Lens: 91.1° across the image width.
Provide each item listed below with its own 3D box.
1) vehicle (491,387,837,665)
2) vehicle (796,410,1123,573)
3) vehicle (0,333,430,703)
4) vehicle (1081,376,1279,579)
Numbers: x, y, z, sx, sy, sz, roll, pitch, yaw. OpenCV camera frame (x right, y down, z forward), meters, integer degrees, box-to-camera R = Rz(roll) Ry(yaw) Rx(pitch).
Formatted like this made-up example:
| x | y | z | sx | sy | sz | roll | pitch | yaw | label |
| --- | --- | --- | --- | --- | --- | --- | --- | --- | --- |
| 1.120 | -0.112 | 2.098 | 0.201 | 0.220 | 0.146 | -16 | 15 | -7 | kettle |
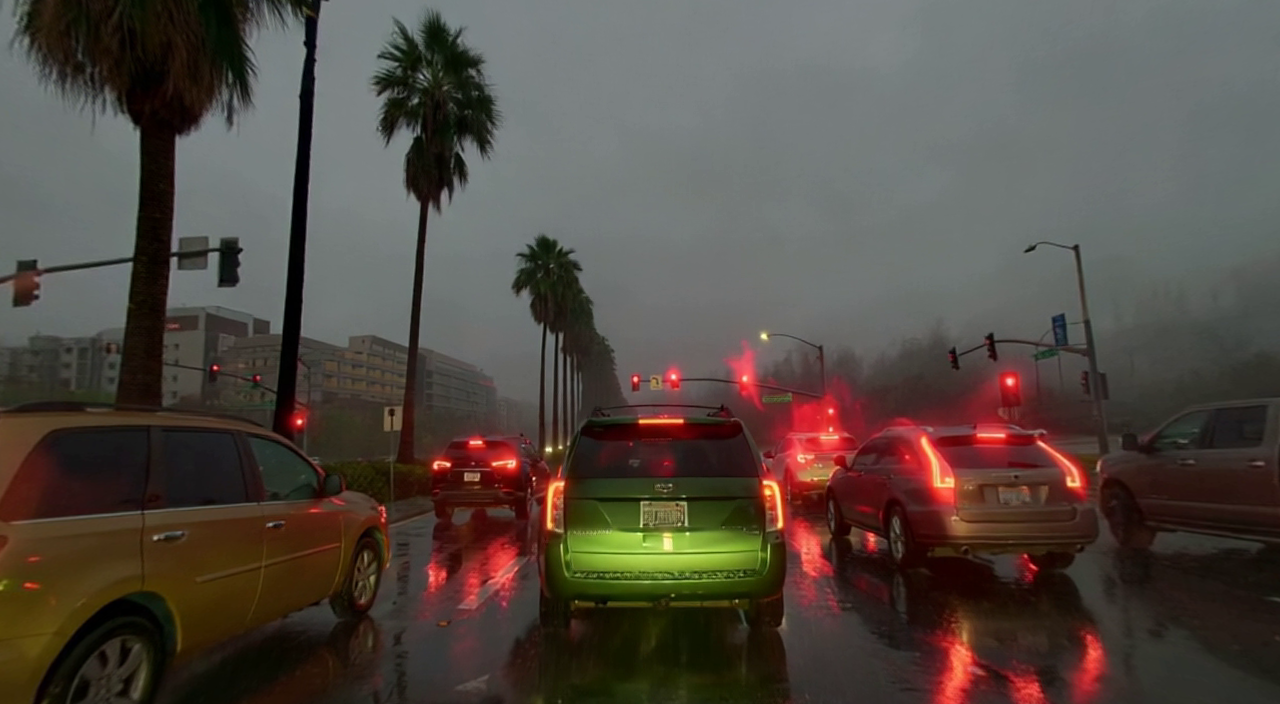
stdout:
| x | y | z | sx | sy | sz | roll | pitch | yaw | label |
| --- | --- | --- | --- | --- | --- | --- | --- | --- | --- |
| 0.178 | 1.377 | 6.019 | 2.123 | 1.704 | 4.128 | 0 | -9 | 1 | vehicle |
| 4.028 | 1.861 | 9.289 | 2.072 | 1.704 | 5.170 | 0 | -9 | -1 | vehicle |
| -3.154 | 1.082 | 3.904 | 2.171 | 1.702 | 4.416 | 0 | -9 | 0 | vehicle |
| 7.318 | 1.179 | 5.825 | 2.337 | 1.925 | 5.728 | 0 | -8 | 1 | vehicle |
